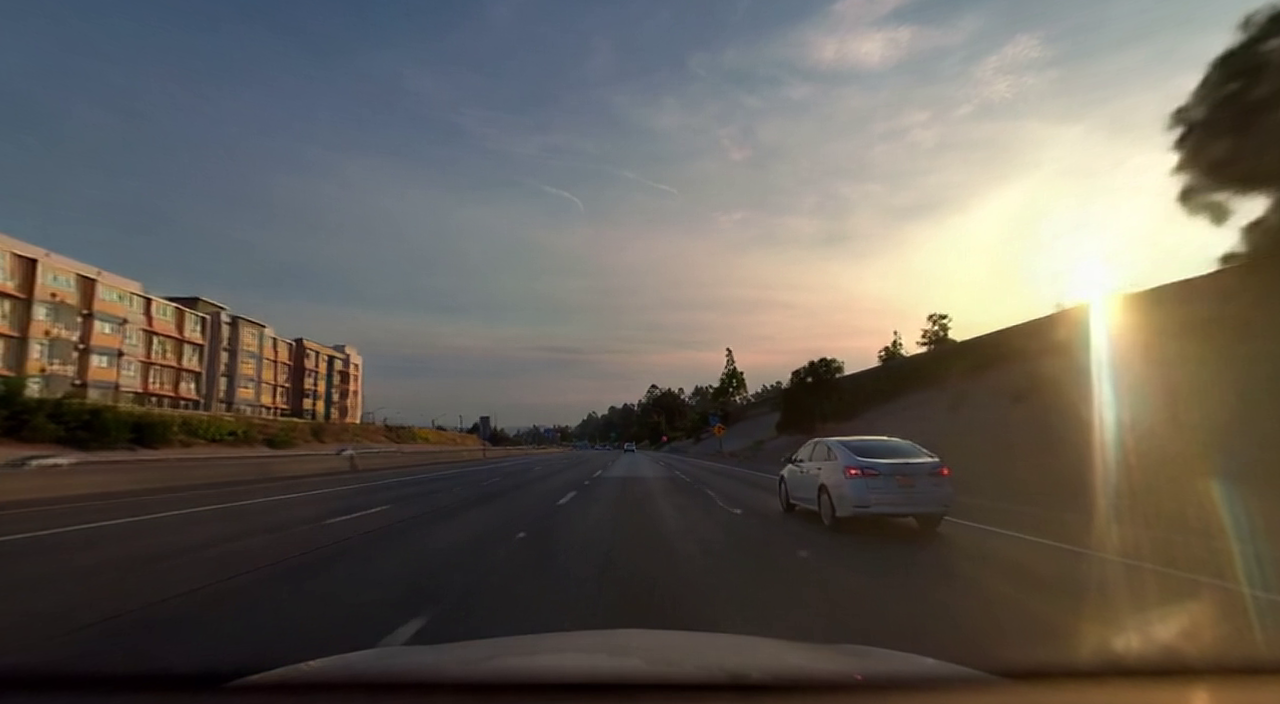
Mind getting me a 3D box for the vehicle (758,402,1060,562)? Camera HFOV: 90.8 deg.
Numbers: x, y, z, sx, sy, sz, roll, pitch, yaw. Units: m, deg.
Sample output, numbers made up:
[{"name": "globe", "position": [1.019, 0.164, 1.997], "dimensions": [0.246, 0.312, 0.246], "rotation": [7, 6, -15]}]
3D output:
[{"name": "vehicle", "position": [3.452, 1.816, 9.573], "dimensions": [2.212, 1.753, 5.064], "rotation": [0, -9, -2]}]
